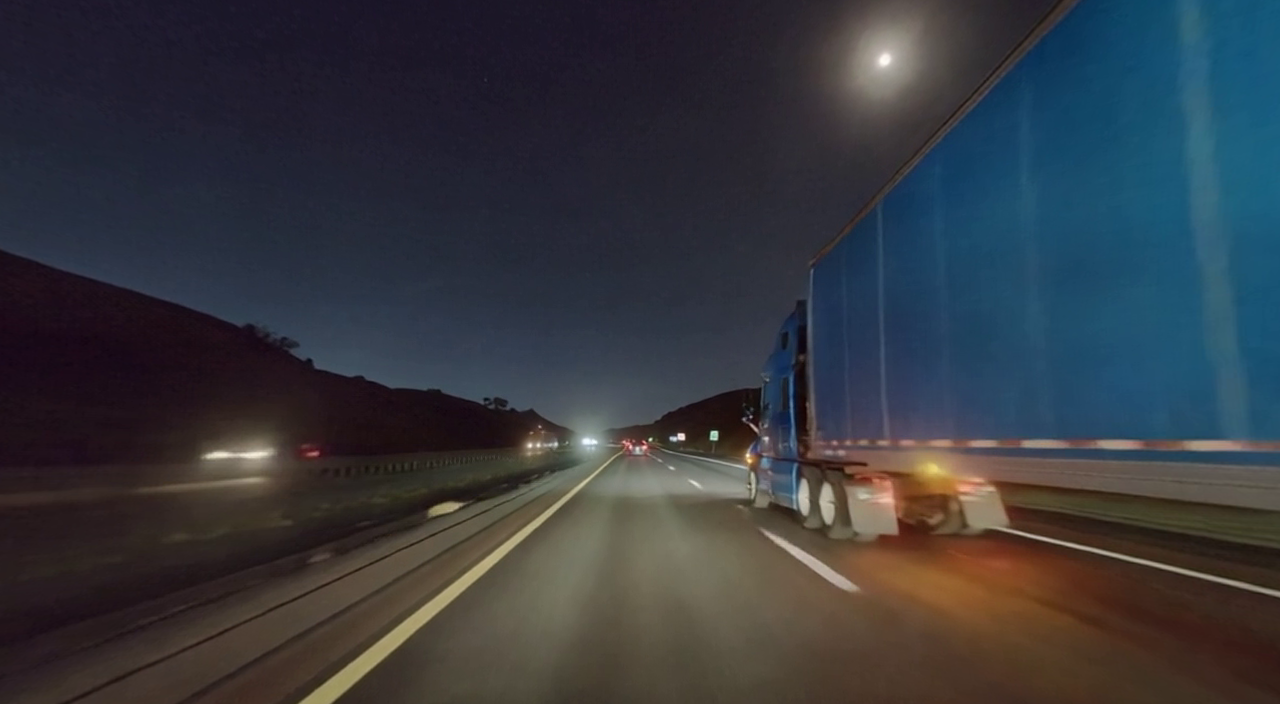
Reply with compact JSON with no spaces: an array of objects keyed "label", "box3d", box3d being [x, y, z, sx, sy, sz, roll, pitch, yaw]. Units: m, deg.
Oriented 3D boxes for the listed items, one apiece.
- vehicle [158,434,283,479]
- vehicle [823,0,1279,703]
[{"label":"vehicle","box3d":[-17.366,4.337,26.503,2.047,1.682,4.656,0,-8,0]},{"label":"vehicle","box3d":[4.206,-0.260,4.155,2.859,4.378,10.032,0,-8,0]}]
